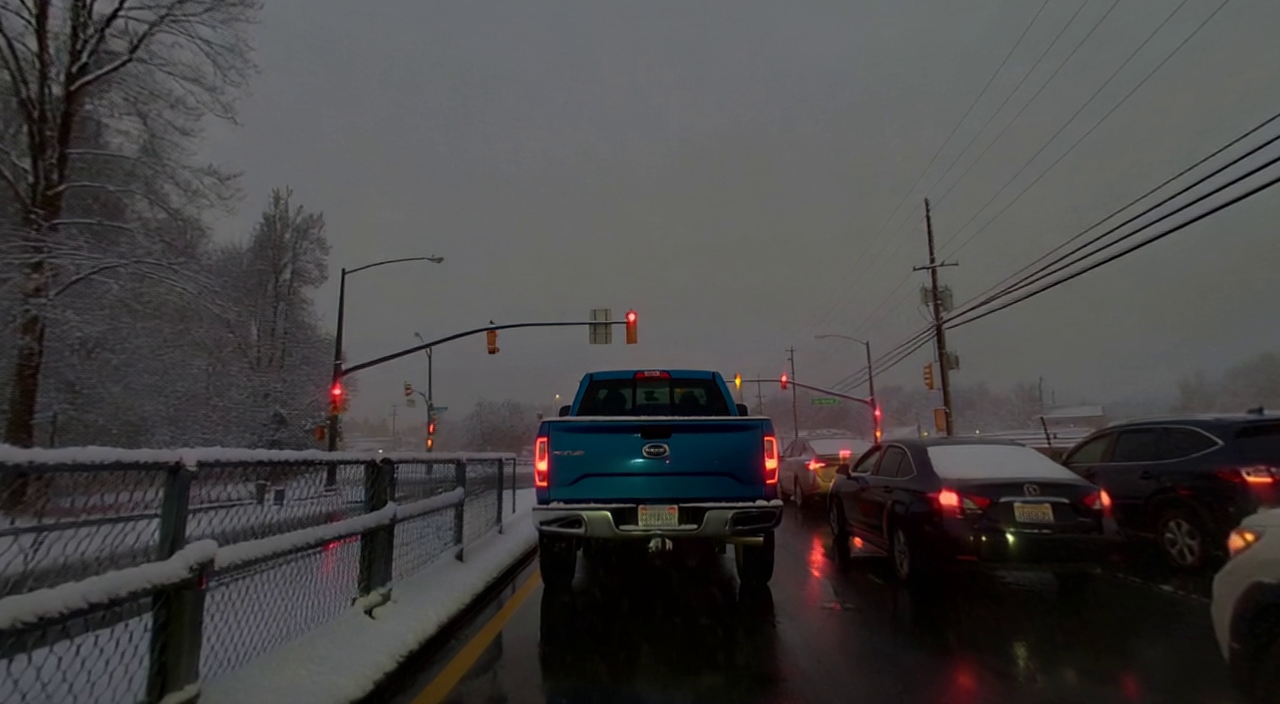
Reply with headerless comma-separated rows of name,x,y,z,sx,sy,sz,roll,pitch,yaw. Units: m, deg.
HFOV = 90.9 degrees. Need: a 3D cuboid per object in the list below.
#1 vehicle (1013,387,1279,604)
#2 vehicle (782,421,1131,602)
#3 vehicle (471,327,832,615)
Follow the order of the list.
vehicle,6.155,1.366,6.471,1.982,1.727,4.352,0,-8,1
vehicle,3.117,1.638,7.375,1.993,1.495,4.060,0,-8,1
vehicle,0.120,1.375,8.143,2.831,2.284,6.149,0,-8,1
